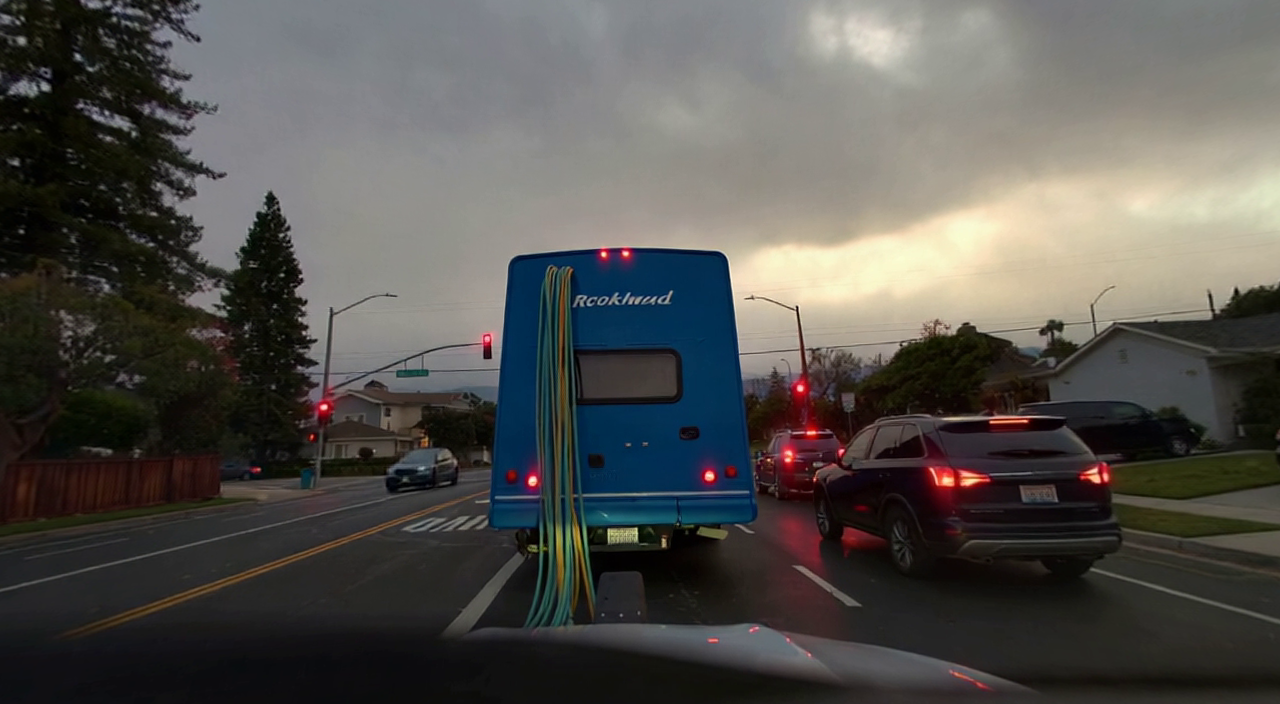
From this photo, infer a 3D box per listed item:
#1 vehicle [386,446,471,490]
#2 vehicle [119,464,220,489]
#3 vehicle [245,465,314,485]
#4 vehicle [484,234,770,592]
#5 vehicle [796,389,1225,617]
[{"bbox_3d":[-8.984,4.914,27.240,2.110,1.713,4.449,0,-9,0],"label":"vehicle"},{"bbox_3d":[-30.938,8.189,41.667,4.954,1.506,2.014,0,-9,-3],"label":"vehicle"},{"bbox_3d":[-27.420,9.364,48.133,4.187,1.445,1.809,0,-9,0],"label":"vehicle"},{"bbox_3d":[-0.117,1.141,10.307,2.709,3.511,8.213,0,-9,0],"label":"vehicle"},{"bbox_3d":[3.406,1.490,7.133,2.104,1.735,4.408,0,-9,0],"label":"vehicle"}]
